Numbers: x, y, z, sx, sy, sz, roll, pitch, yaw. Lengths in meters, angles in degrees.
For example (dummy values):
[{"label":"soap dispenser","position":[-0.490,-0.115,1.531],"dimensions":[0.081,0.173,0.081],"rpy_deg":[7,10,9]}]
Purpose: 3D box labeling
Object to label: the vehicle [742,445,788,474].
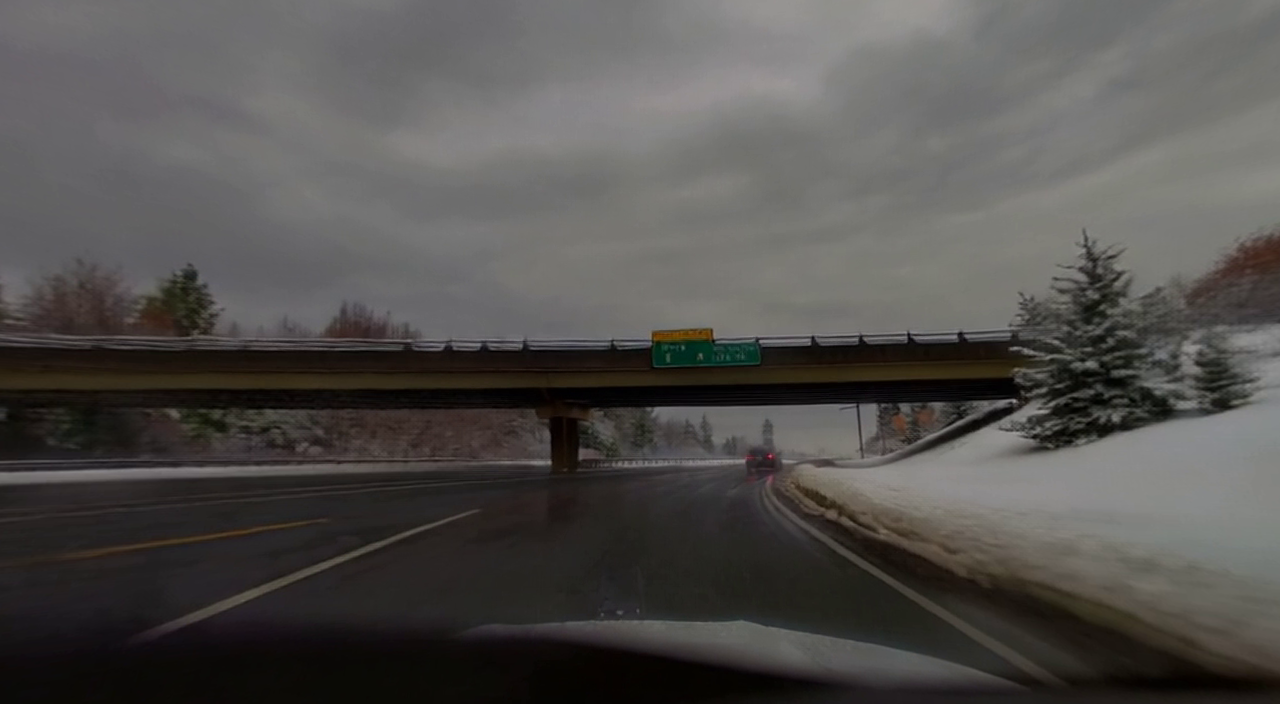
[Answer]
[{"label":"vehicle","position":[6.809,5.809,34.021],"dimensions":[1.980,1.449,3.650],"rpy_deg":[-3,-9,18]}]
